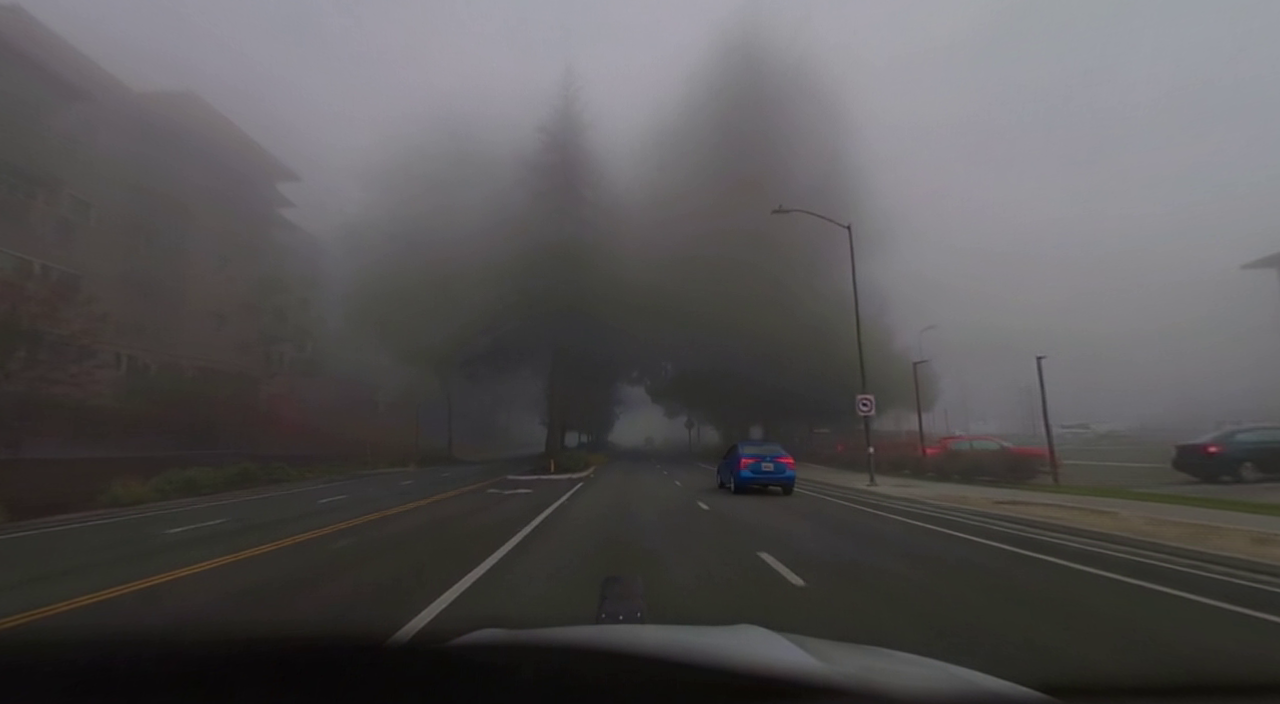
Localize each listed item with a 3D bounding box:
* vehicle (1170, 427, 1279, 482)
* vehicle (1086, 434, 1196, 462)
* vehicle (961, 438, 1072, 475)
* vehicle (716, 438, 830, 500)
[{"bbox_3d":[17.716,2.888,17.878,3.622,1.432,2.029,0,-8,-3],"label":"vehicle"},{"bbox_3d":[32.662,6.295,41.304,5.237,1.724,2.398,1,-9,-4],"label":"vehicle"},{"bbox_3d":[19.436,5.451,32.765,4.418,1.418,1.873,-5,-14,-2],"label":"vehicle"},{"bbox_3d":[3.526,3.191,17.756,2.114,1.493,4.430,0,-8,-2],"label":"vehicle"}]
